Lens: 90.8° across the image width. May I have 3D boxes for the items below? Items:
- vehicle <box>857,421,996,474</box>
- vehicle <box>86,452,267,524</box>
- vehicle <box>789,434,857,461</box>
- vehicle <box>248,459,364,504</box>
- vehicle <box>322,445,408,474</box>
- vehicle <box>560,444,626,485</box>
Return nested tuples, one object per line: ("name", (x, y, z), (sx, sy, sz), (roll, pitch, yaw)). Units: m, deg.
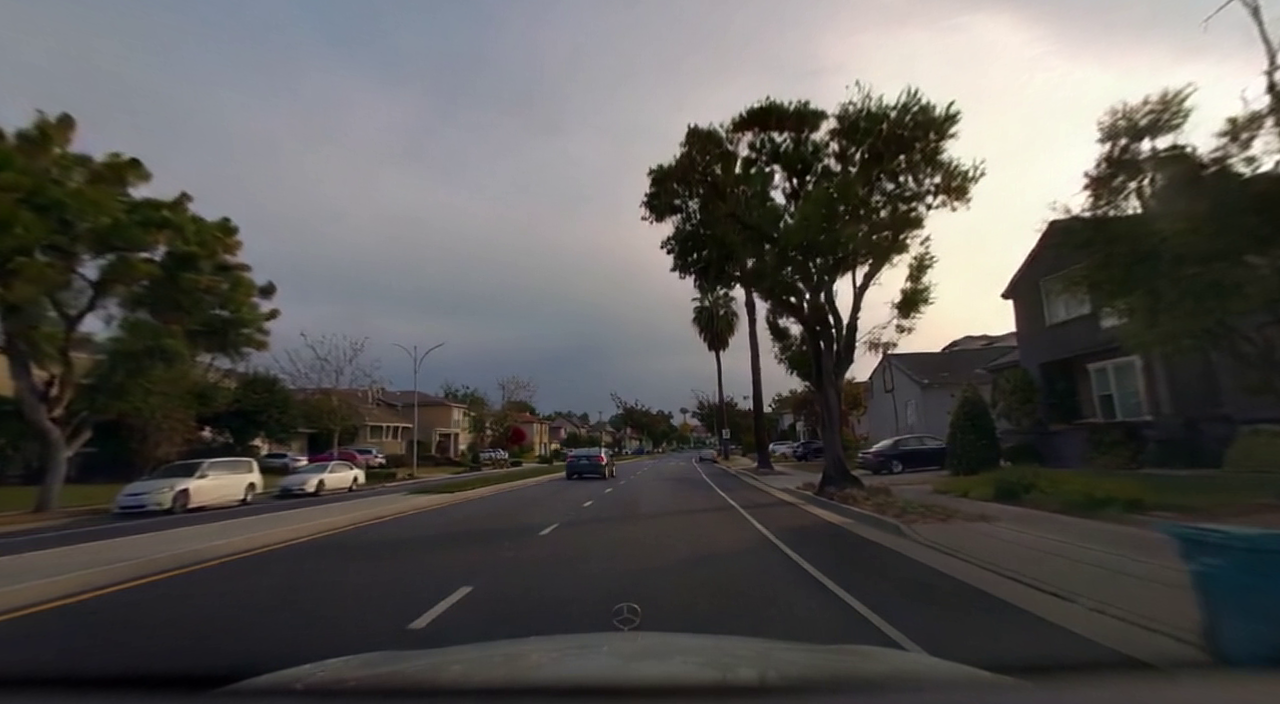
("vehicle", (11.511, 3.927, 25.690), (4.549, 1.672, 2.008), (-5, -10, 3))
("vehicle", (-13.623, 3.970, 19.007), (1.895, 1.802, 4.454), (-3, -9, 3))
("vehicle", (13.464, 7.017, 46.429), (4.531, 1.864, 2.037), (4, -10, -26))
("vehicle", (-13.013, 5.056, 24.982), (1.995, 1.482, 4.448), (-4, -10, 3))
("vehicle", (-19.211, 7.497, 44.282), (4.942, 1.932, 2.247), (0, -9, -1))
("vehicle", (-1.756, 4.443, 25.243), (2.035, 1.474, 4.284), (0, -9, 4))
